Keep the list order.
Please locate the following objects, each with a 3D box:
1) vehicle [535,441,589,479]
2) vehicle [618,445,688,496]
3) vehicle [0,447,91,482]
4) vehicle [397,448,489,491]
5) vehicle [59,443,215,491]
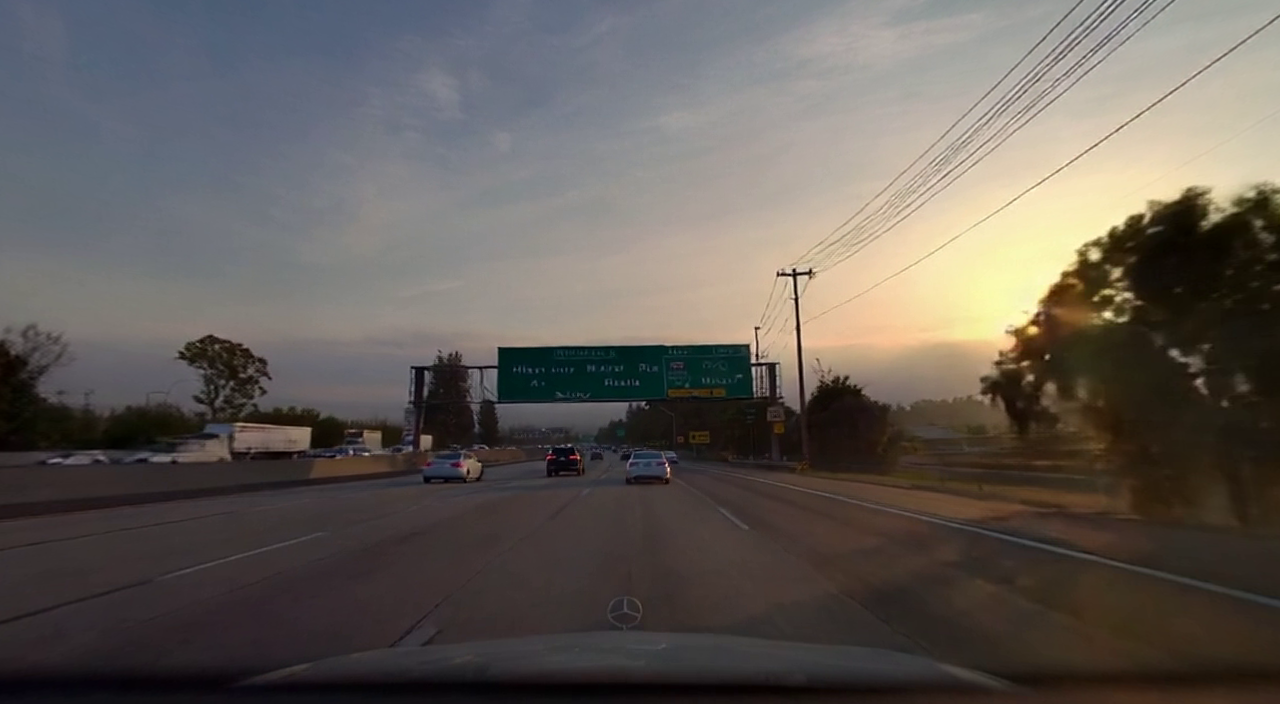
[{"bbox_3d":[-3.915,5.527,32.496,2.289,1.777,4.534,0,-9,-1],"label":"vehicle"},{"bbox_3d":[0.340,3.865,20.980,2.082,1.482,4.126,0,-9,-2],"label":"vehicle"},{"bbox_3d":[-29.781,5.481,31.090,1.822,1.595,4.076,0,-9,-3],"label":"vehicle"},{"bbox_3d":[-7.313,4.386,23.993,1.974,1.464,4.733,0,-9,0],"label":"vehicle"},{"bbox_3d":[-26.065,5.947,33.233,2.635,2.237,6.970,0,-9,-2],"label":"vehicle"}]
